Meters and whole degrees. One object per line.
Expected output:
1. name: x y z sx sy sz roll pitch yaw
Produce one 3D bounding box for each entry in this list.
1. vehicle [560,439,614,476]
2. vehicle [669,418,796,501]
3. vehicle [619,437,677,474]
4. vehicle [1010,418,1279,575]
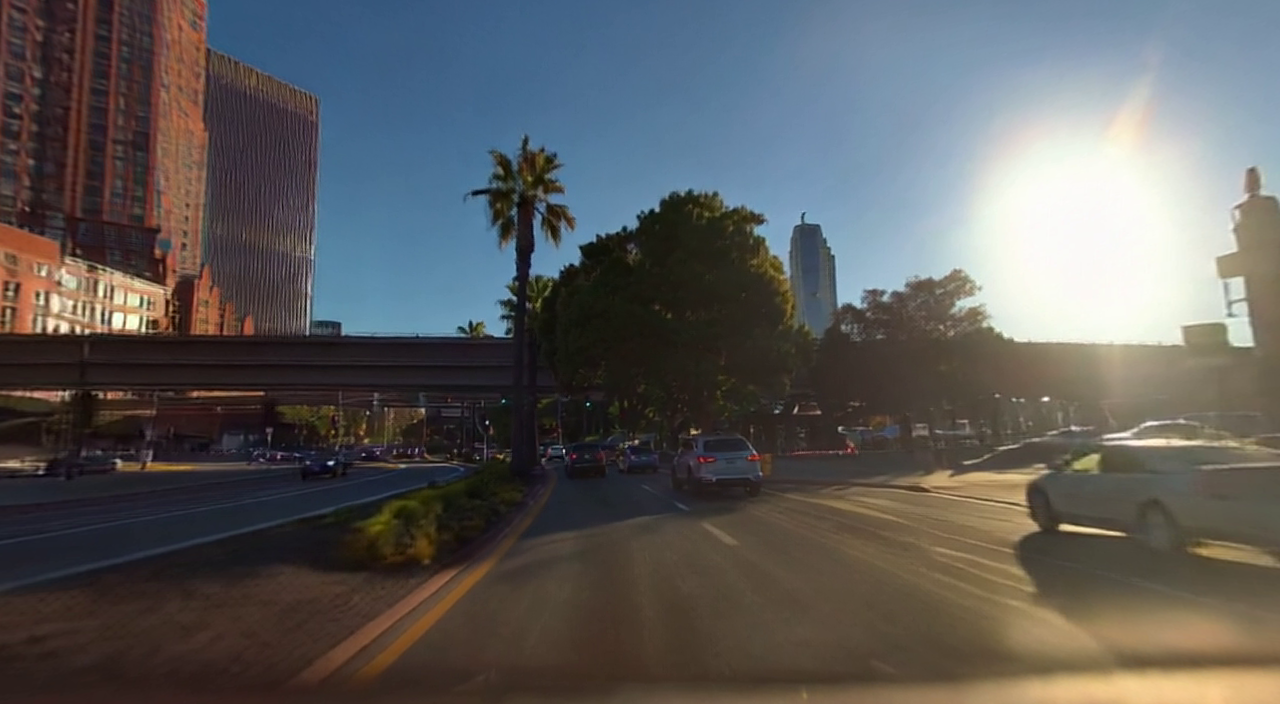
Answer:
1. vehicle: -2.648 5.041 30.458 2.332 1.625 4.933 1 -9 -8
2. vehicle: 2.364 2.984 17.876 2.407 1.991 5.130 0 -9 -5
3. vehicle: 0.308 5.317 32.656 2.214 1.711 4.474 1 -9 -9
4. vehicle: 7.434 1.825 8.777 1.914 1.596 4.494 0 -9 1
